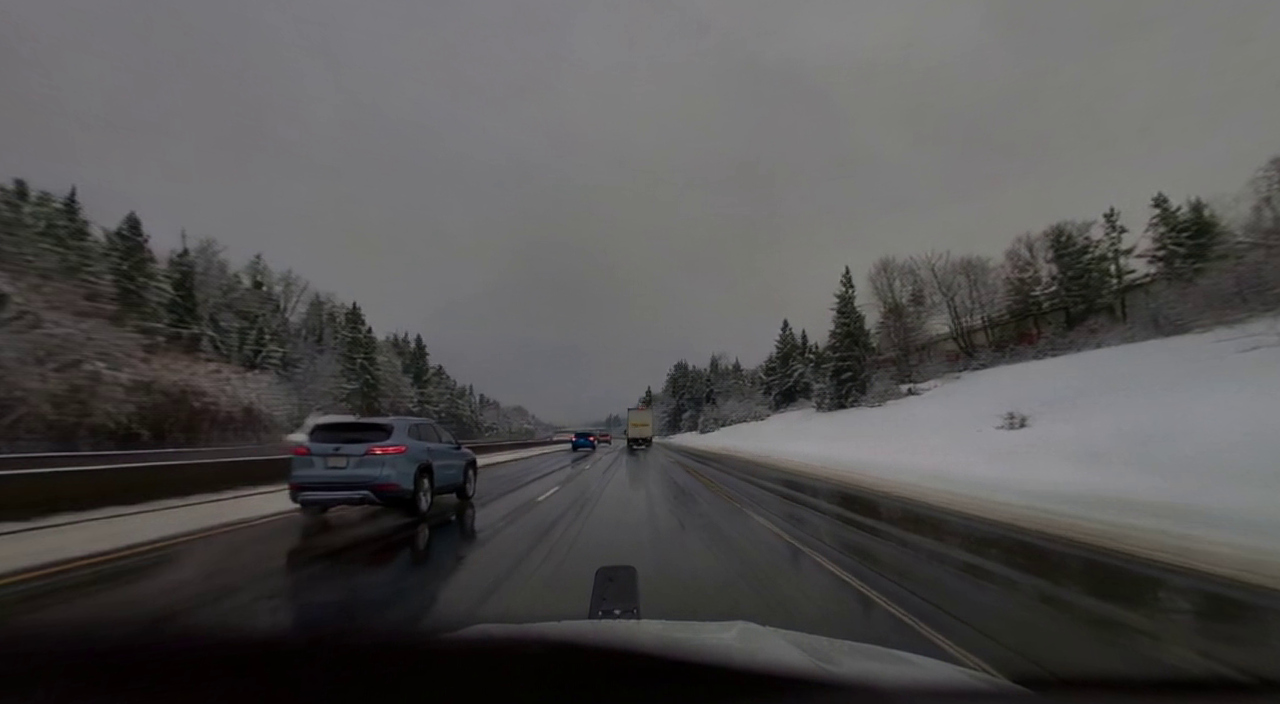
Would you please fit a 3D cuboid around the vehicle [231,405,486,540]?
[{"bbox_3d":[-4.006,1.780,9.980,2.045,1.655,4.301,0,-8,0],"label":"vehicle"}]

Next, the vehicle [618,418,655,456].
[{"bbox_3d":[-0.278,6.112,45.190,2.526,2.531,5.026,0,-8,-1],"label":"vehicle"}]
